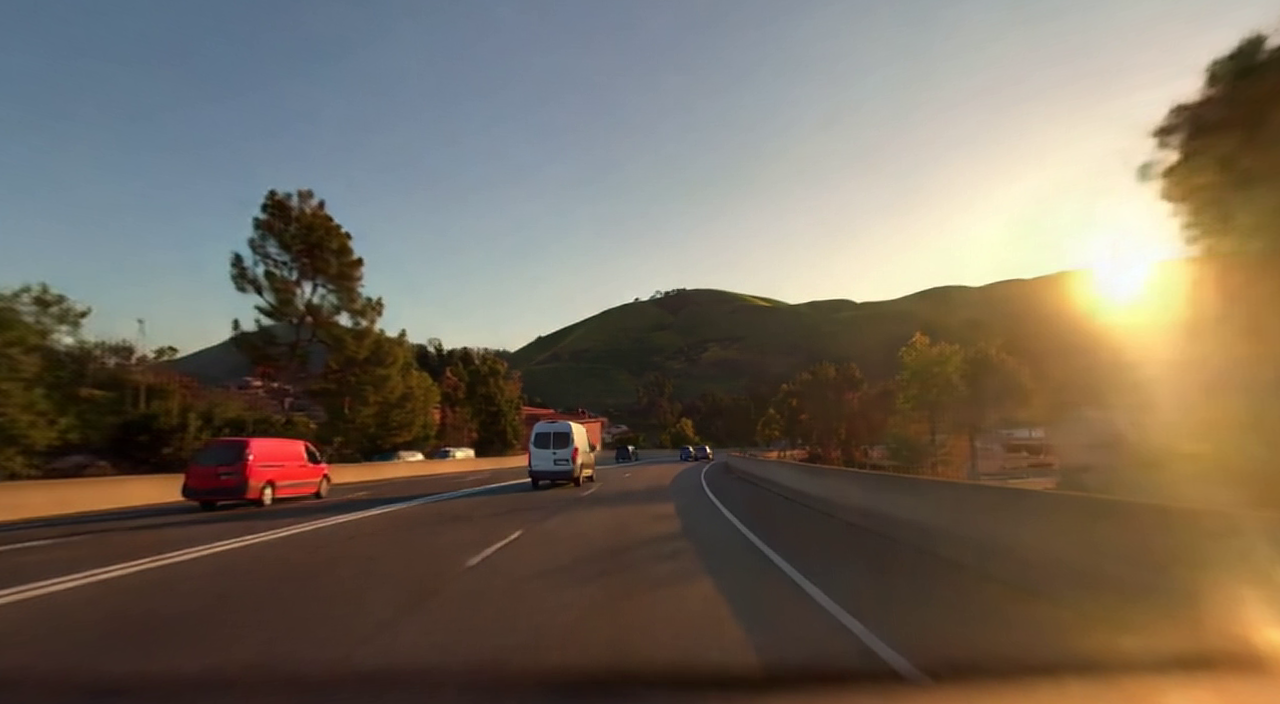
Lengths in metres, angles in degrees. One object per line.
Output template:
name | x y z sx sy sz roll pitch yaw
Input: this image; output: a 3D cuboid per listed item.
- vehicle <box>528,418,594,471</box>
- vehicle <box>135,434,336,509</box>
vehicle | -4.331 5.288 35.945 2.314 2.703 6.441 -1 -9 6
vehicle | -9.420 2.788 15.248 1.821 1.524 4.342 0 -8 2
